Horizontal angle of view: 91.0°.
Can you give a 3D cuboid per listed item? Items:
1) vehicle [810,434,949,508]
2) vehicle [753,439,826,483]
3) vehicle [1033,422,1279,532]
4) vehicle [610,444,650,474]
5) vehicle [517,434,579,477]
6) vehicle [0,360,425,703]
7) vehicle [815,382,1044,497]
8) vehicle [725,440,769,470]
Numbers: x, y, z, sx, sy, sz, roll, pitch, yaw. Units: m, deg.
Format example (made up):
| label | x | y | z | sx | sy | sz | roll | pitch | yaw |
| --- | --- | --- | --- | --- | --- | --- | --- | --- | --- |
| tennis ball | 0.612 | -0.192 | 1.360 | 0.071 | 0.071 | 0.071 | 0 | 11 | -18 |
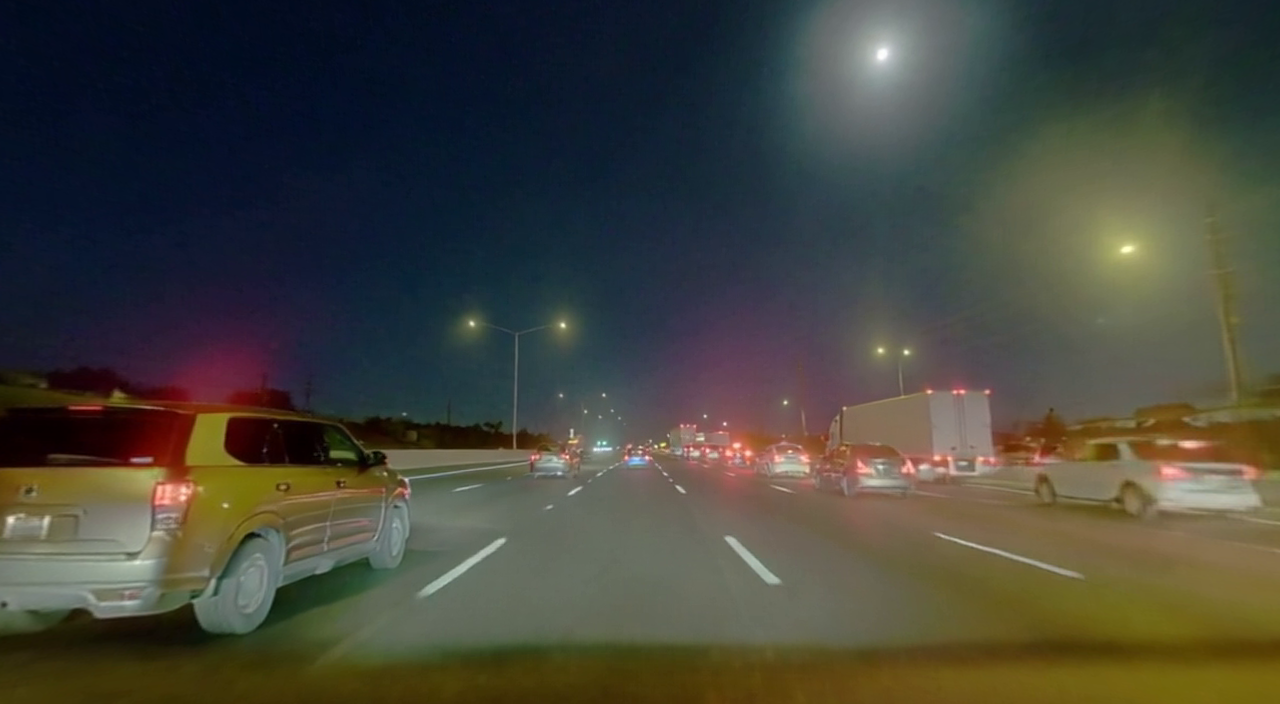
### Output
| label | x | y | z | sx | sy | sz | roll | pitch | yaw |
| --- | --- | --- | --- | --- | --- | --- | --- | --- | --- |
| vehicle | 5.755 | 2.891 | 15.775 | 1.956 | 1.576 | 4.211 | 0 | -8 | 2 |
| vehicle | 6.061 | 4.435 | 26.015 | 1.989 | 1.642 | 4.082 | 0 | -8 | 0 |
| vehicle | 10.494 | 2.371 | 12.634 | 2.046 | 1.754 | 4.862 | 0 | -8 | 0 |
| vehicle | -0.496 | 5.817 | 34.632 | 2.060 | 1.508 | 4.308 | 0 | -8 | 0 |
| vehicle | -4.195 | 4.817 | 29.557 | 2.147 | 1.825 | 4.602 | 0 | -8 | 1 |
| vehicle | -3.573 | 1.197 | 4.978 | 2.127 | 1.705 | 4.374 | 0 | -8 | 1 |
| vehicle | 10.293 | 3.476 | 24.829 | 3.442 | 3.405 | 11.948 | 0 | -8 | 0 |
| vehicle | 6.503 | 6.265 | 38.597 | 1.977 | 1.705 | 4.078 | 0 | -8 | 0 |
